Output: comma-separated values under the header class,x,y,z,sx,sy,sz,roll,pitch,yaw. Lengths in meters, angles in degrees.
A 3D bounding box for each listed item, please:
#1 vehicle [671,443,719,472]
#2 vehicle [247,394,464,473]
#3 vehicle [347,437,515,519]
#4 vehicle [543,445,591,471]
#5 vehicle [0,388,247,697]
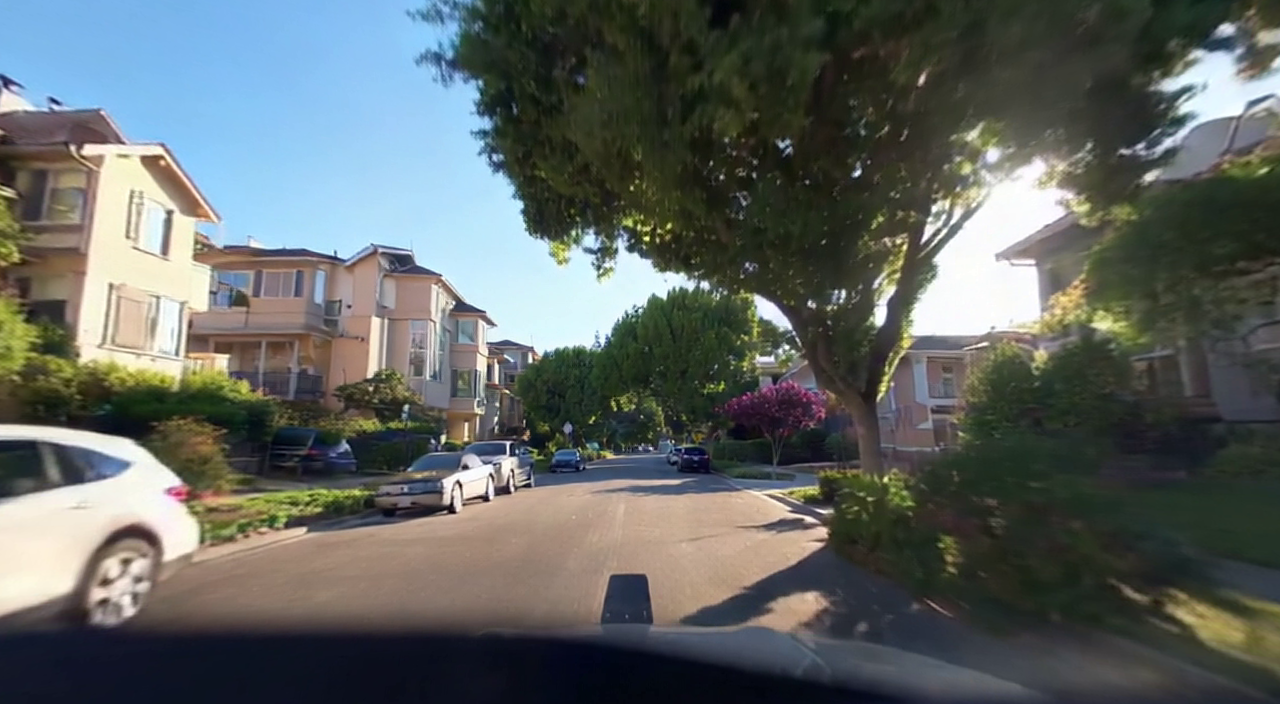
class,x,y,z,sx,sy,sz,roll,pitch,yaw
vehicle,2.962,5.820,35.044,2.000,1.456,5.251,1,-9,-2
vehicle,-10.630,3.138,24.133,6.780,2.770,2.970,0,-9,1
vehicle,-4.364,2.700,14.074,2.086,1.493,4.582,-1,-9,1
vehicle,-3.984,5.904,35.215,1.995,1.330,4.080,0,-9,3
vehicle,-4.477,1.014,3.287,1.974,1.664,4.539,0,-10,-1
